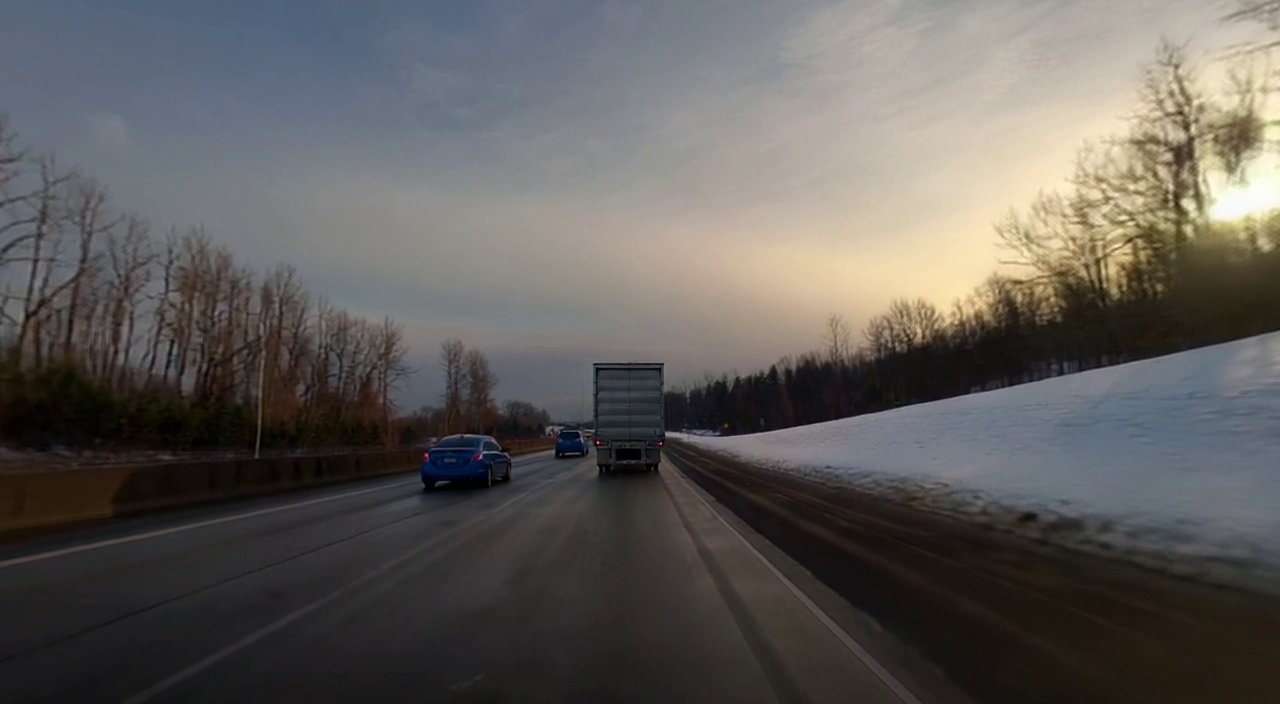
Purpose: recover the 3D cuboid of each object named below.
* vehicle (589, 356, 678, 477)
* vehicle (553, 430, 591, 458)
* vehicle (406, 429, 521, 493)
[{"bbox_3d":[-0.332,2.805,26.128,2.953,4.041,10.072,0,-8,-1],"label":"vehicle"},{"bbox_3d":[-4.539,6.214,42.646,2.019,1.834,4.644,0,-8,0],"label":"vehicle"},{"bbox_3d":[-4.696,2.939,17.486,1.931,1.539,4.441,0,-8,0],"label":"vehicle"}]
